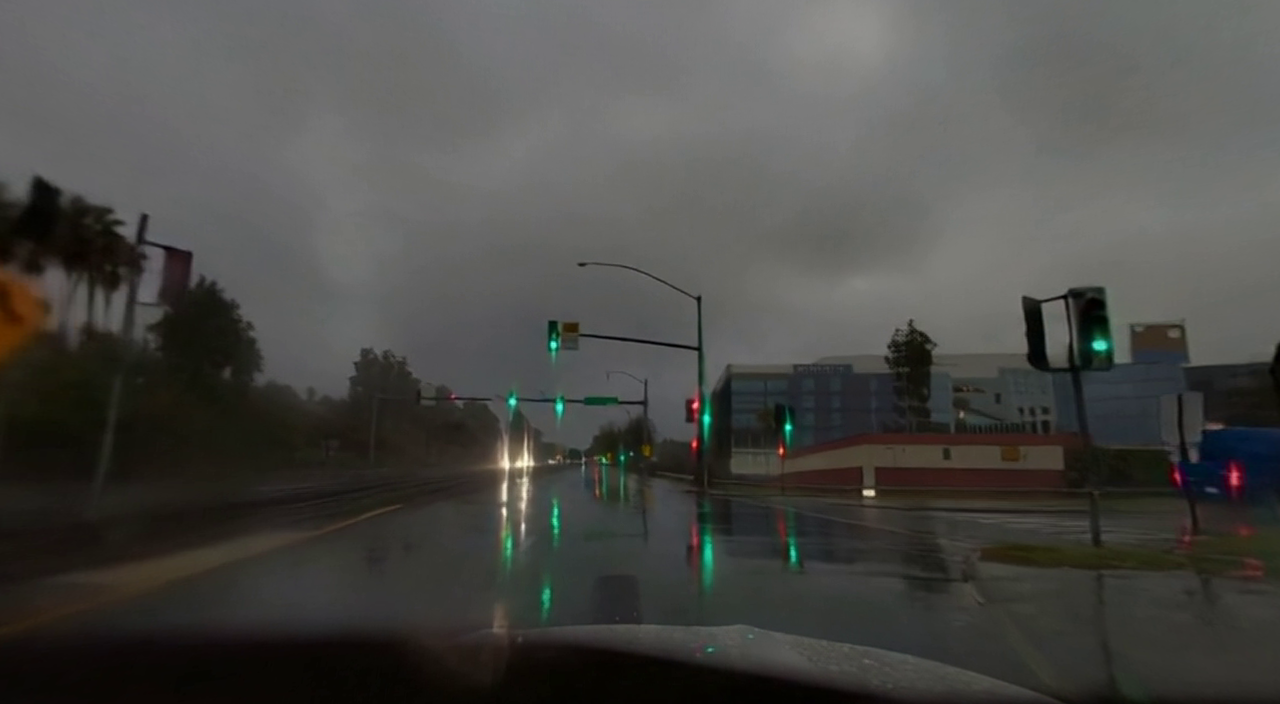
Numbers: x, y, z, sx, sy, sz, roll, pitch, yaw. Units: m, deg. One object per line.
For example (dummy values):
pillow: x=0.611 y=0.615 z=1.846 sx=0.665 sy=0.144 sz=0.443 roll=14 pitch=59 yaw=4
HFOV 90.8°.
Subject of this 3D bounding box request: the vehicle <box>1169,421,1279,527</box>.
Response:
vehicle: x=19.821 y=3.725 z=19.727 sx=4.180 sy=3.020 sz=2.606 roll=1 pitch=-9 yaw=-7
